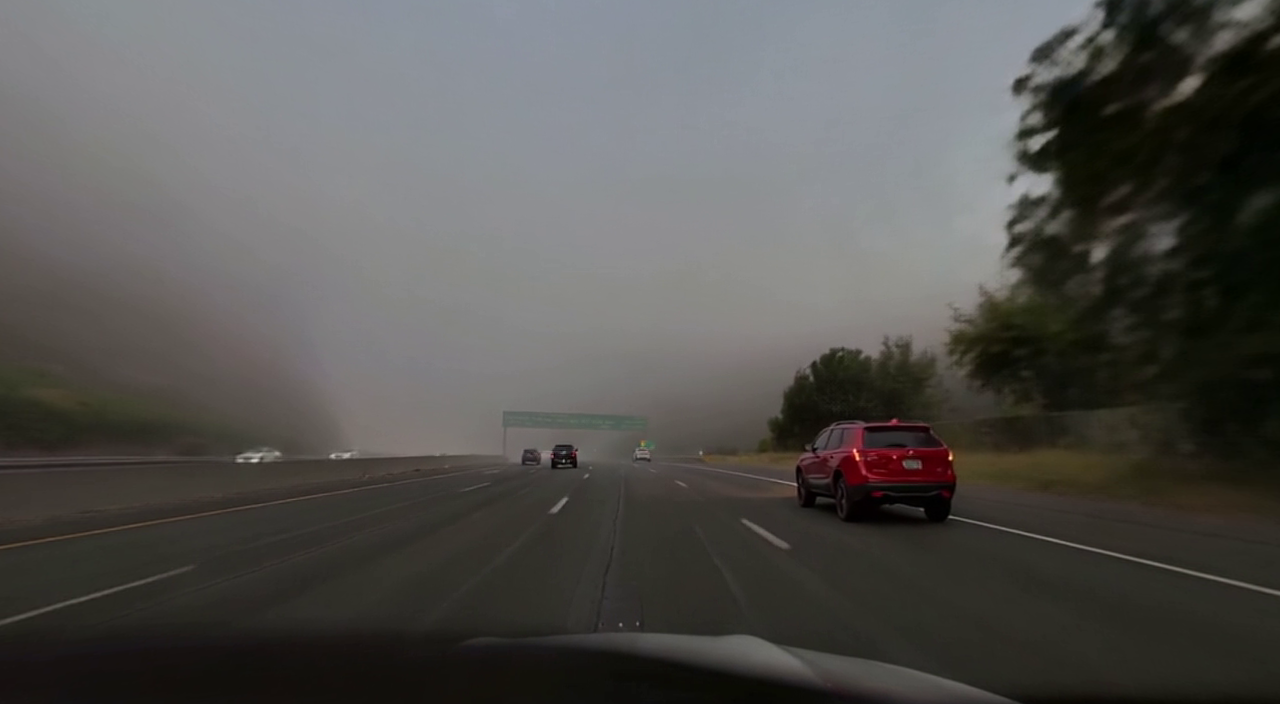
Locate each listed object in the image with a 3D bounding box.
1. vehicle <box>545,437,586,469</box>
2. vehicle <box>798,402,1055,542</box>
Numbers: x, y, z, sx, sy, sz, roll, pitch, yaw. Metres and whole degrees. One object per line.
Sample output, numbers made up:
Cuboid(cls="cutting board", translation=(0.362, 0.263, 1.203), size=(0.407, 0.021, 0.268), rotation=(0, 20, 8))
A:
Cuboid(cls="vehicle", translation=(-5.348, 7.323, 45.881), size=(2.537, 2.121, 5.251), rotation=(0, -9, -2))
Cuboid(cls="vehicle", translation=(4.554, 2.017, 11.158), size=(2.103, 1.903, 4.837), rotation=(0, -9, -2))
